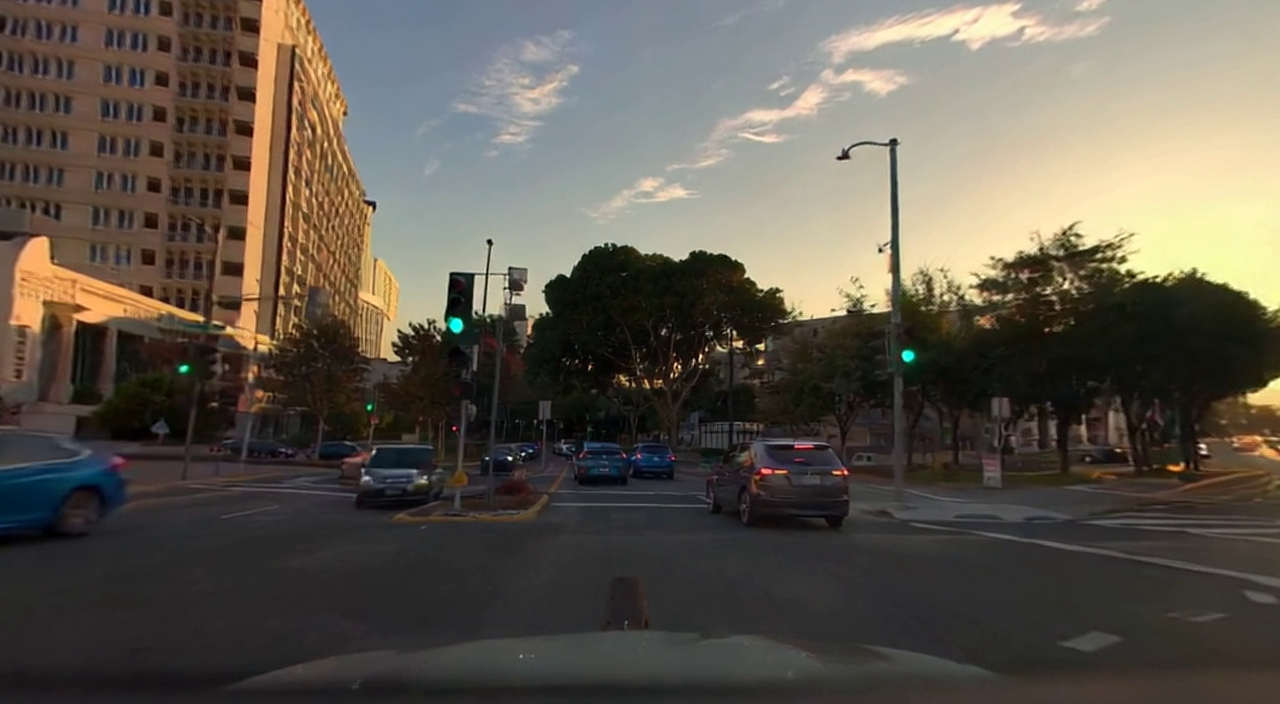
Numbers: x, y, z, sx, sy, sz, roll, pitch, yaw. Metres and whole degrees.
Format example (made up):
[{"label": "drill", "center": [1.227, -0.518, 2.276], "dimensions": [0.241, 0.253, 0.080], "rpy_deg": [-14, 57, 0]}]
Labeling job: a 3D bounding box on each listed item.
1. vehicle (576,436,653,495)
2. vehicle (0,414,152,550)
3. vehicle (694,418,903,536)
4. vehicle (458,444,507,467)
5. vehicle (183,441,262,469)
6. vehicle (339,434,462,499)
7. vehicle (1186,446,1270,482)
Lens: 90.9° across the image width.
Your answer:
[{"label": "vehicle", "center": [-0.916, 3.507, 19.831], "dimensions": [2.132, 1.632, 3.889], "rpy_deg": [1, -9, -6]}, {"label": "vehicle", "center": [-9.193, 1.662, 8.081], "dimensions": [2.303, 1.692, 4.571], "rpy_deg": [0, -9, -2]}, {"label": "vehicle", "center": [2.656, 2.273, 12.150], "dimensions": [2.320, 1.772, 4.872], "rpy_deg": [1, -9, -6]}, {"label": "vehicle", "center": [-11.032, 7.268, 44.473], "dimensions": [2.121, 1.513, 4.827], "rpy_deg": [0, -9, 1]}, {"label": "vehicle", "center": [-24.385, 5.970, 36.759], "dimensions": [4.653, 1.459, 2.228], "rpy_deg": [-5, -10, 36]}, {"label": "vehicle", "center": [-6.680, 3.223, 18.167], "dimensions": [2.092, 1.629, 4.133], "rpy_deg": [0, -9, -3]}, {"label": "vehicle", "center": [31.291, 5.911, 33.722], "dimensions": [2.094, 1.750, 5.139], "rpy_deg": [-5, -10, 30]}]
